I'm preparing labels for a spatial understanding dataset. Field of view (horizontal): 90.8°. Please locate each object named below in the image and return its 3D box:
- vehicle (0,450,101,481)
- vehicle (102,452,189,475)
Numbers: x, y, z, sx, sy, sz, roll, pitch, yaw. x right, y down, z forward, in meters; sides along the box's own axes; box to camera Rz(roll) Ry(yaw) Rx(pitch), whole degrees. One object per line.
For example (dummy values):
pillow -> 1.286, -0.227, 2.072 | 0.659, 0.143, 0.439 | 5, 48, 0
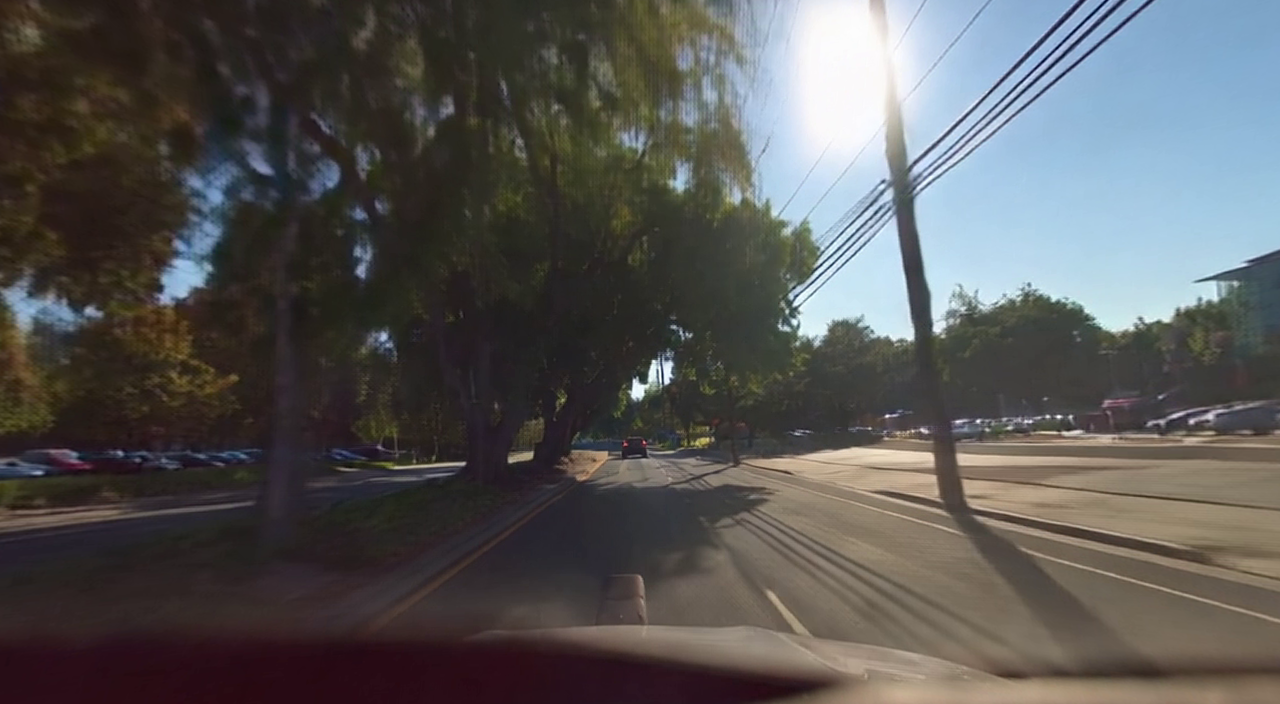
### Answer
vehicle -> -34.102, 6.453, 35.967 | 4.662, 1.660, 2.312 | 0, -9, -2
vehicle -> -34.324, 7.743, 43.942 | 4.367, 1.464, 1.992 | -1, -9, 2
